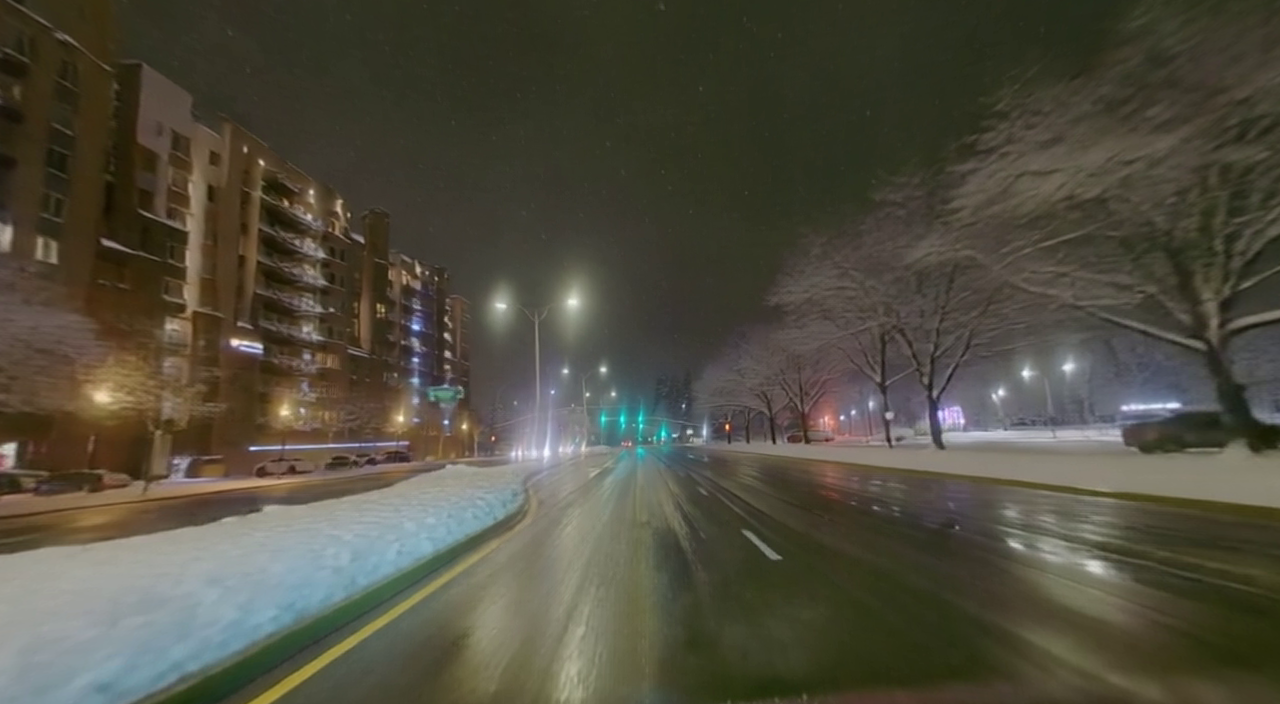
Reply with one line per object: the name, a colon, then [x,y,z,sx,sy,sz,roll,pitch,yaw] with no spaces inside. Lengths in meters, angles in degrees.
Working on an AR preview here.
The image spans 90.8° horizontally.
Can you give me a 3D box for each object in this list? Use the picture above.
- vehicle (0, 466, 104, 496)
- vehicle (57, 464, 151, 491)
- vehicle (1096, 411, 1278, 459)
vehicle: [-30.306,6.618,32.571,3.705,1.403,1.762,-1,-8,2]
vehicle: [-29.717,6.955,35.084,3.603,1.373,1.712,0,-8,0]
vehicle: [20.130,3.107,23.442,4.745,1.675,2.096,0,-8,0]
